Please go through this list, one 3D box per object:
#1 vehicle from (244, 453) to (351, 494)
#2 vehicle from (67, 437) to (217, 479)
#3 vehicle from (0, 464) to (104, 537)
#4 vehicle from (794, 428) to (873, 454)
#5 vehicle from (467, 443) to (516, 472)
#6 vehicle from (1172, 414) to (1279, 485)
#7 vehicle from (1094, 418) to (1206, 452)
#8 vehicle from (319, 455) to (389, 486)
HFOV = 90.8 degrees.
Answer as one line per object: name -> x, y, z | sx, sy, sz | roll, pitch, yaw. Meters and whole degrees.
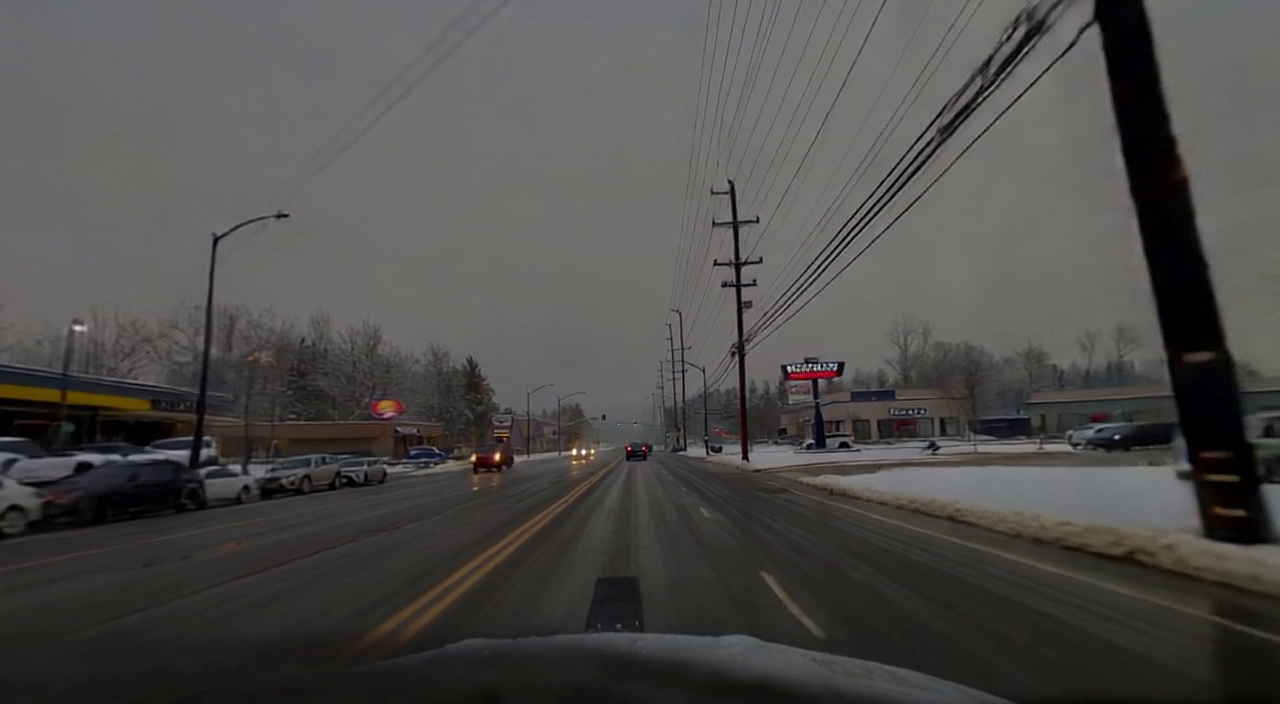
vehicle -> -14.824, 5.262, 27.759 | 1.954, 1.519, 5.051 | -1, -8, -1
vehicle -> -23.932, 5.092, 30.705 | 5.233, 1.880, 2.362 | 4, -9, -28
vehicle -> -14.374, 3.146, 13.226 | 1.927, 1.427, 5.198 | 1, -8, -3
vehicle -> 13.508, 6.260, 44.394 | 4.836, 1.750, 2.079 | 0, -8, -1
vehicle -> -9.423, 6.713, 40.404 | 1.940, 1.698, 5.028 | 0, -8, 0
vehicle -> 14.629, 2.148, 14.094 | 3.929, 1.456, 1.774 | 0, -8, -3
vehicle -> 31.717, 5.148, 39.424 | 4.895, 1.884, 2.320 | -2, -6, 1
vehicle -> -14.856, 6.141, 33.028 | 1.753, 1.401, 4.223 | 0, -8, -1
